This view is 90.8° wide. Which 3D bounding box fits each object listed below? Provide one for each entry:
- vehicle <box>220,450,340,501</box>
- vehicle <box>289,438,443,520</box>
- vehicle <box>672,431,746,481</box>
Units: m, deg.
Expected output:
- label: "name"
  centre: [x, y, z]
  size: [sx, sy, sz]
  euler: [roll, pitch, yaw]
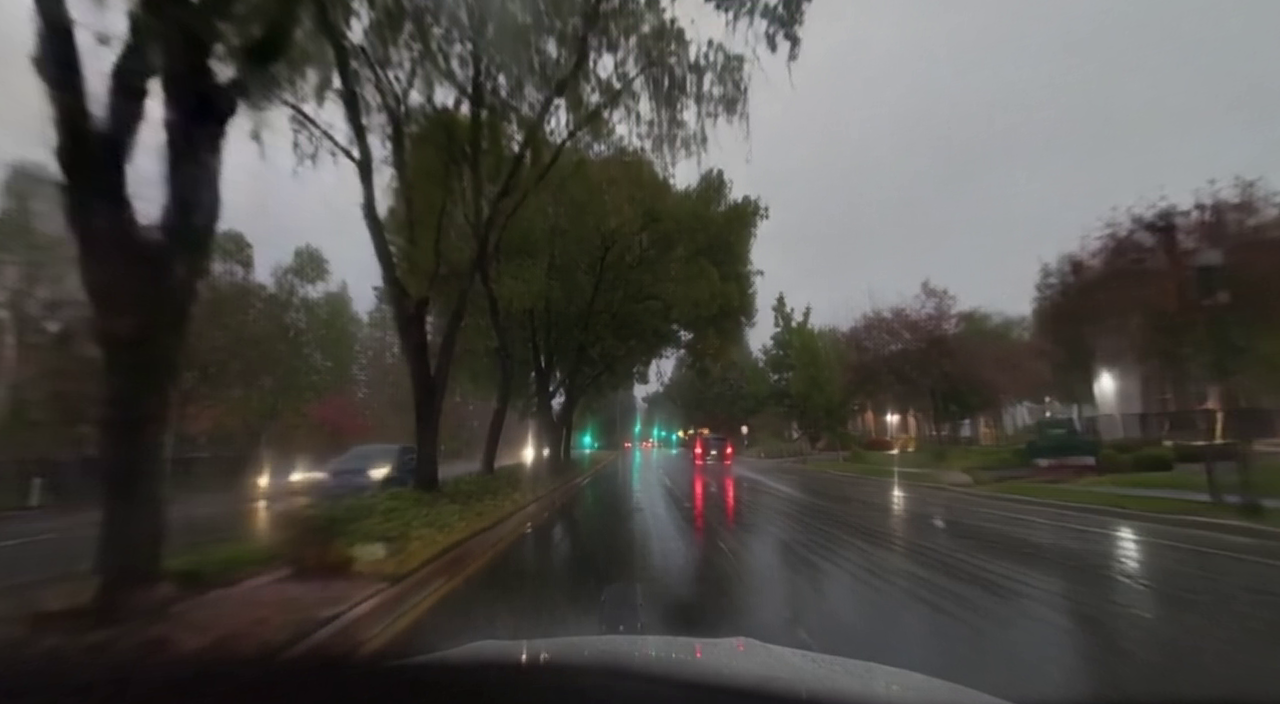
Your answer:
- label: "vehicle"
  centre: [-12.625, 4.317, 22.500]
  size: [1.859, 1.569, 4.166]
  euler: [0, -8, -1]
- label: "vehicle"
  centre: [-6.383, 2.965, 15.348]
  size: [1.900, 1.671, 4.217]
  euler: [0, -8, -1]
- label: "vehicle"
  centre: [2.592, 4.064, 24.893]
  size: [2.240, 1.740, 4.605]
  euler: [0, -8, -2]
